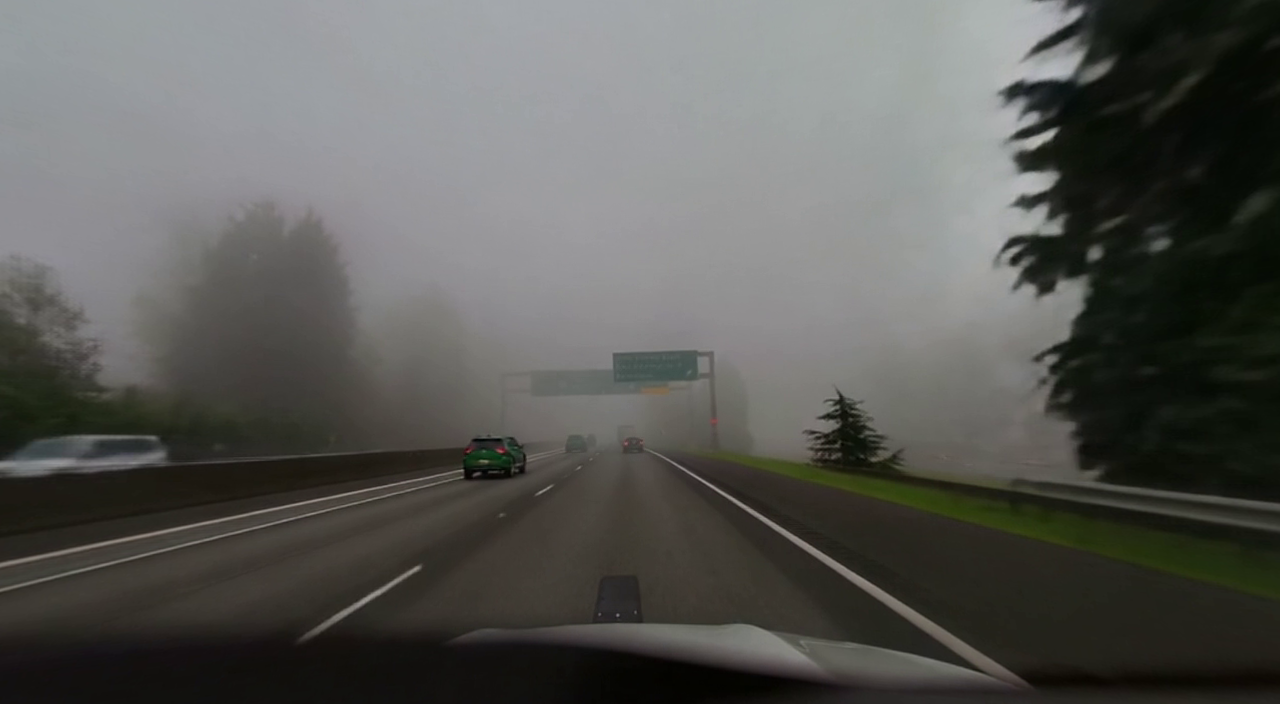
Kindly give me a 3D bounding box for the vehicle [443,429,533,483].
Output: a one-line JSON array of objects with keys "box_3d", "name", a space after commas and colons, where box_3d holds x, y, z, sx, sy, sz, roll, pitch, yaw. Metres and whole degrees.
[{"box_3d": [-4.653, 3.217, 19.878, 1.959, 1.514, 3.668, 0, -8, 0], "name": "vehicle"}]
